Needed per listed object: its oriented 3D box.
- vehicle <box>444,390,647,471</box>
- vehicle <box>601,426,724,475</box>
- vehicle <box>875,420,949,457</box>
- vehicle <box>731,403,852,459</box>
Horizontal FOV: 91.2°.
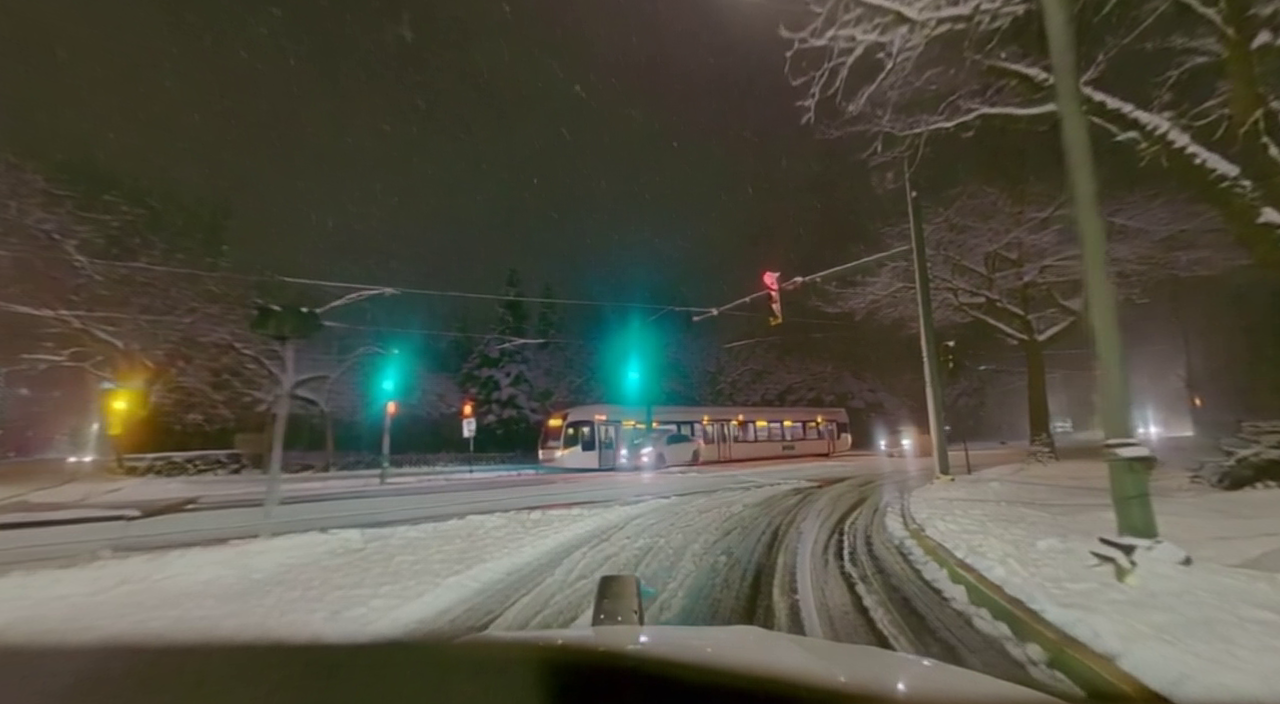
[{"bbox_3d":[-4.667,4.242,33.121,10.391,3.725,2.904,6,-11,-36],"label":"vehicle"},{"bbox_3d":[0.967,3.896,24.984,4.687,1.760,2.028,7,-11,-38],"label":"vehicle"},{"bbox_3d":[16.213,5.163,37.274,4.386,2.070,2.092,7,-11,-38],"label":"vehicle"},{"bbox_3d":[11.117,5.623,45.261,10.068,3.618,2.878,4,-10,-40],"label":"vehicle"}]
